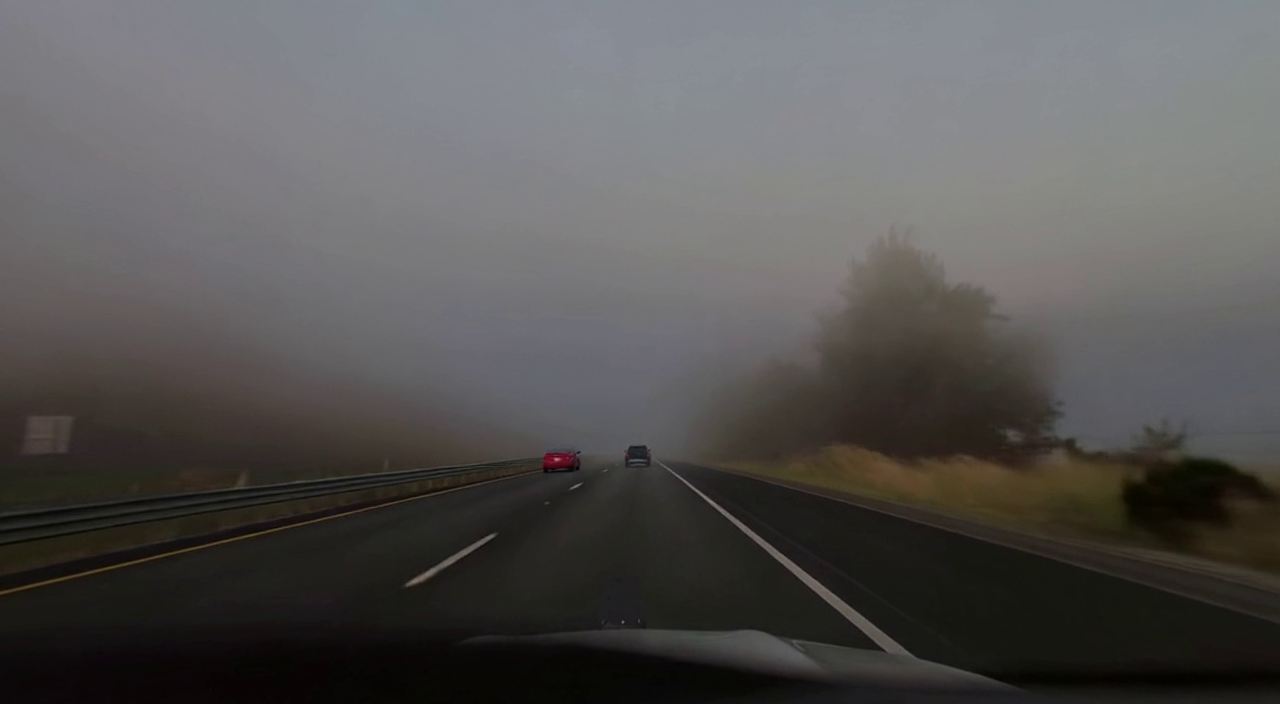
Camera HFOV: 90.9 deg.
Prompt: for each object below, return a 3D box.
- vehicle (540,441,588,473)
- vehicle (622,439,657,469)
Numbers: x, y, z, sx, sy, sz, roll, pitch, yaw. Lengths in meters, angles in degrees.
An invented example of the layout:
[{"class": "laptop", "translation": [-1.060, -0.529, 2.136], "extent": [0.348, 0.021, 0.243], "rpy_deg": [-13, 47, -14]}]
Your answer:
[{"class": "vehicle", "translation": [-4.200, 5.888, 35.406], "extent": [2.113, 1.656, 4.215], "rpy_deg": [0, -9, 0]}, {"class": "vehicle", "translation": [-0.035, 6.514, 40.252], "extent": [2.126, 1.786, 3.958], "rpy_deg": [0, -9, 0]}]
